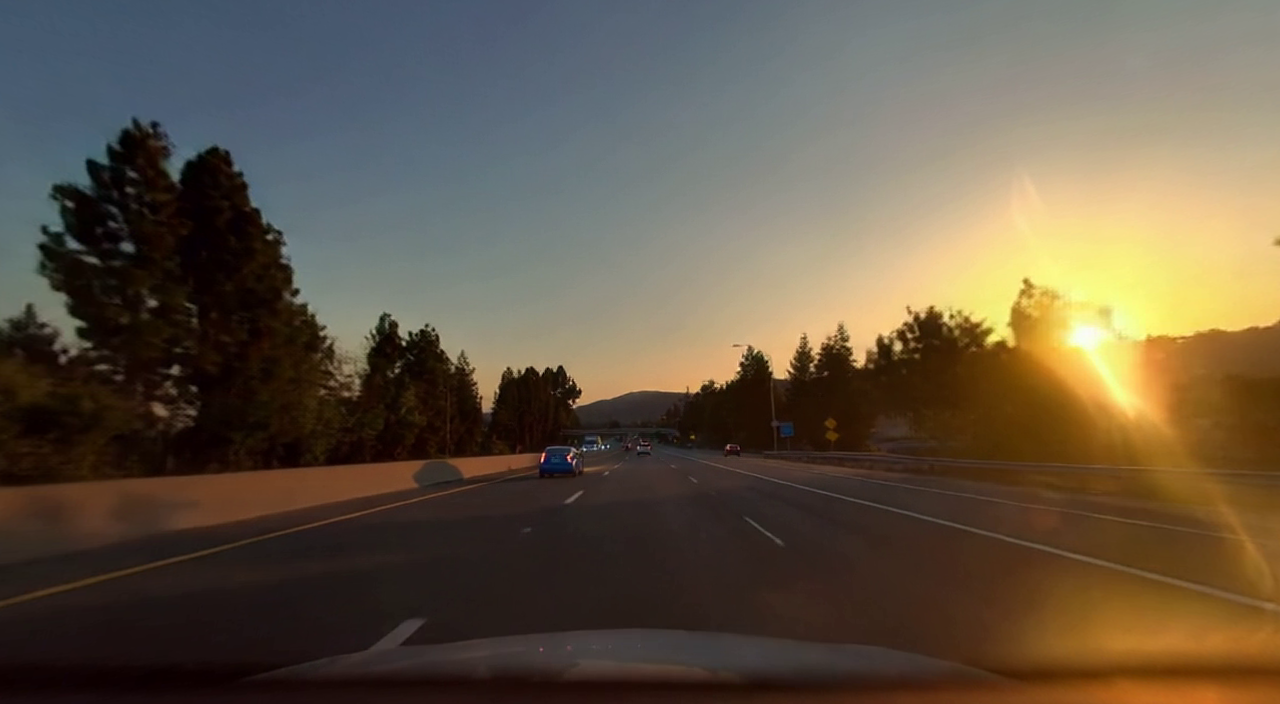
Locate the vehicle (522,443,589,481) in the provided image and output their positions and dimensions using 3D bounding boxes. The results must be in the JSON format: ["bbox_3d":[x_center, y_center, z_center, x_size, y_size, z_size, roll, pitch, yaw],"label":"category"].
[{"bbox_3d":[-3.518,4.696,27.223,2.162,1.493,4.583,0,-9,1],"label":"vehicle"}]
